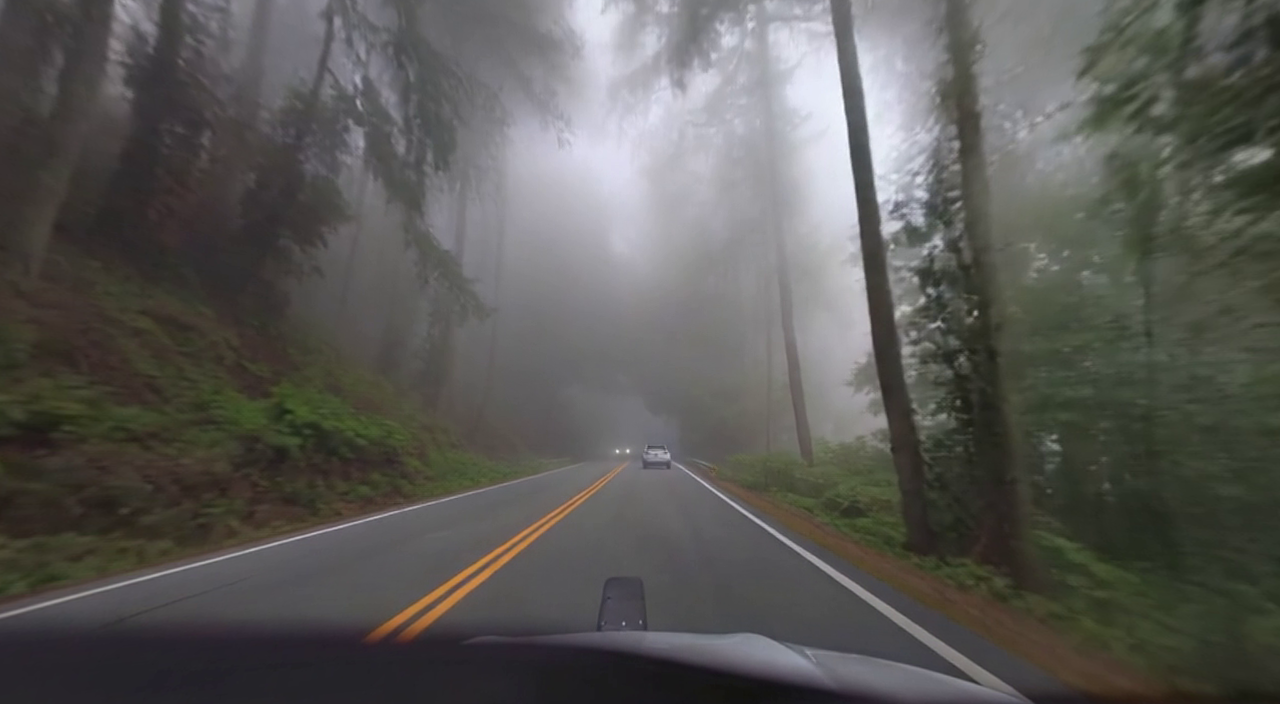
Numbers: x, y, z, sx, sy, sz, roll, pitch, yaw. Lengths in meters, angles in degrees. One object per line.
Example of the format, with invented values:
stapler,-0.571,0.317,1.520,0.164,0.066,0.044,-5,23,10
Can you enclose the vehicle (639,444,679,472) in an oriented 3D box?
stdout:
vehicle,1.027,5.999,35.827,2.120,1.491,4.349,0,-9,1
